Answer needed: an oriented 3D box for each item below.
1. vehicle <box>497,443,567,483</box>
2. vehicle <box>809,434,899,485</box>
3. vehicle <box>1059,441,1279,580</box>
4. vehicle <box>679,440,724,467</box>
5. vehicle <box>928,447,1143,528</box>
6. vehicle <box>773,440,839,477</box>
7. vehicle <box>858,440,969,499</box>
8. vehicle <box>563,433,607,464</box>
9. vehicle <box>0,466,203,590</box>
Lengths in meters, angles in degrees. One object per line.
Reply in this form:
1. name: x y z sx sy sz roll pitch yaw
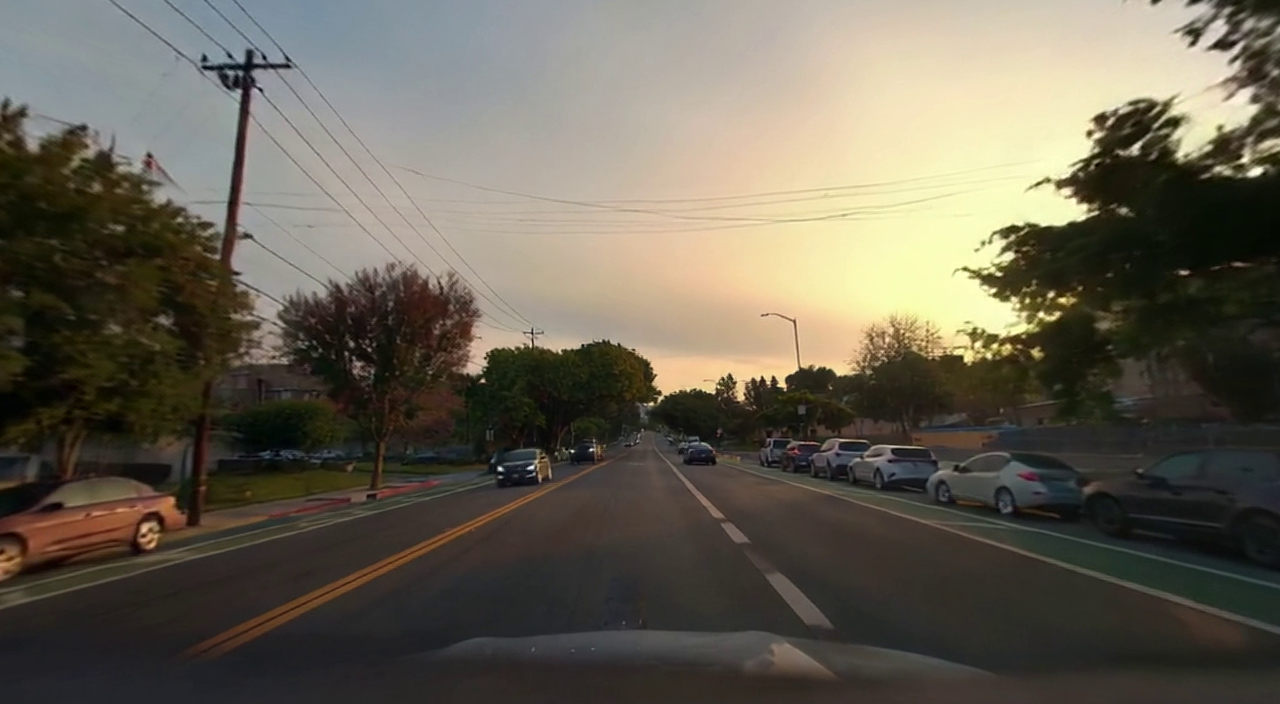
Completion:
1. vehicle: -4.280 4.446 25.644 1.989 1.474 4.112 0 -8 2
2. vehicle: 8.049 4.090 24.237 1.879 1.765 4.339 0 -8 -1
3. vehicle: 7.884 1.877 7.988 2.093 1.472 4.434 0 -8 0
4. vehicle: 3.536 5.956 37.199 2.059 1.489 4.629 0 -8 -2
5. vehicle: 7.954 2.712 13.283 1.787 1.402 4.271 0 -8 1
6. vehicle: 7.767 5.009 29.917 1.862 1.492 4.571 2 -8 0
7. vehicle: 8.066 3.470 18.998 1.836 1.500 3.630 3 -8 2
8. vehicle: -3.913 6.986 45.892 2.435 2.069 5.772 -1 -8 2
9. vehicle: -9.352 2.544 9.496 2.117 1.474 4.740 0 -8 0
